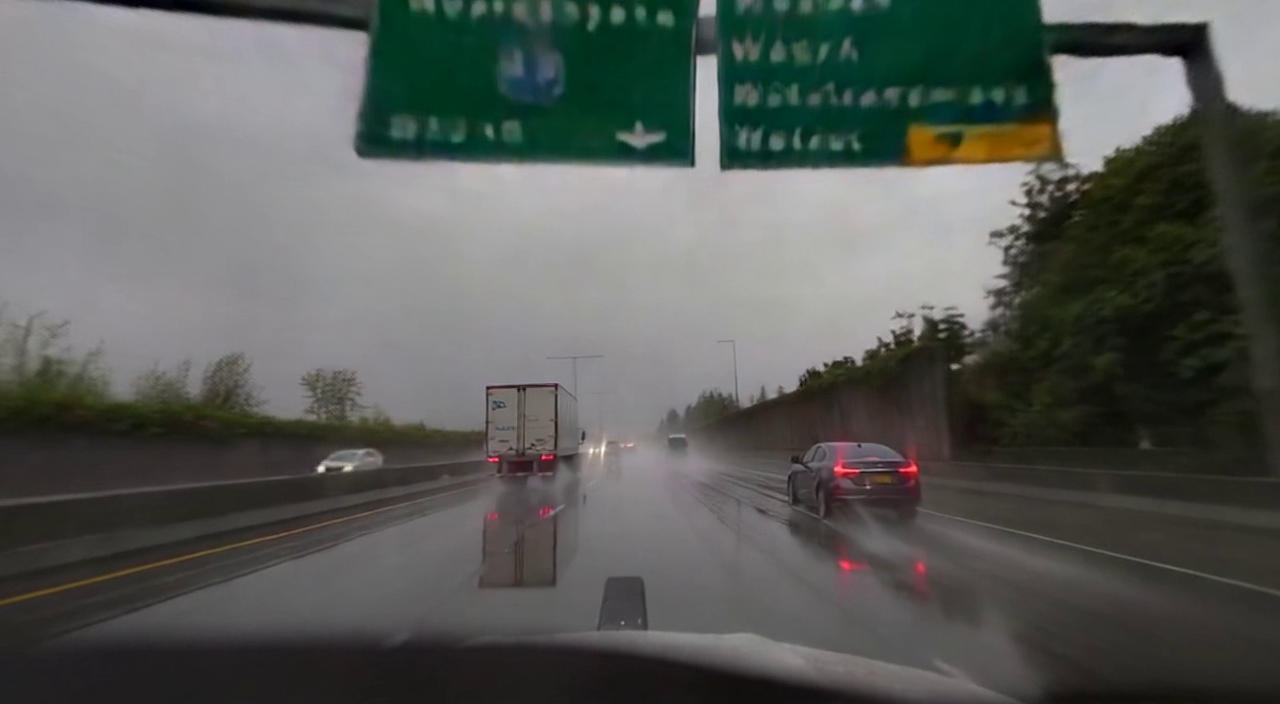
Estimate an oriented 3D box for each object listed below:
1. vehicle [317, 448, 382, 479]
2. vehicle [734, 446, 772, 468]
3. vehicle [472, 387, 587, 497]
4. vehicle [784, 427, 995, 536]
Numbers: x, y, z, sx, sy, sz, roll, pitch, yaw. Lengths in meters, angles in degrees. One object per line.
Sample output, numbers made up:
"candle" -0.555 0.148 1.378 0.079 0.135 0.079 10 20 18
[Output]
"vehicle" -18.703 7.186 40.859 1.969 1.914 4.566 0 -9 0
"vehicle" 8.089 7.566 45.517 1.876 1.475 4.185 0 -9 -1
"vehicle" -3.496 3.131 21.740 2.667 3.195 6.731 0 -9 0
"vehicle" 4.054 2.176 11.100 1.983 1.545 4.038 0 -9 -1
